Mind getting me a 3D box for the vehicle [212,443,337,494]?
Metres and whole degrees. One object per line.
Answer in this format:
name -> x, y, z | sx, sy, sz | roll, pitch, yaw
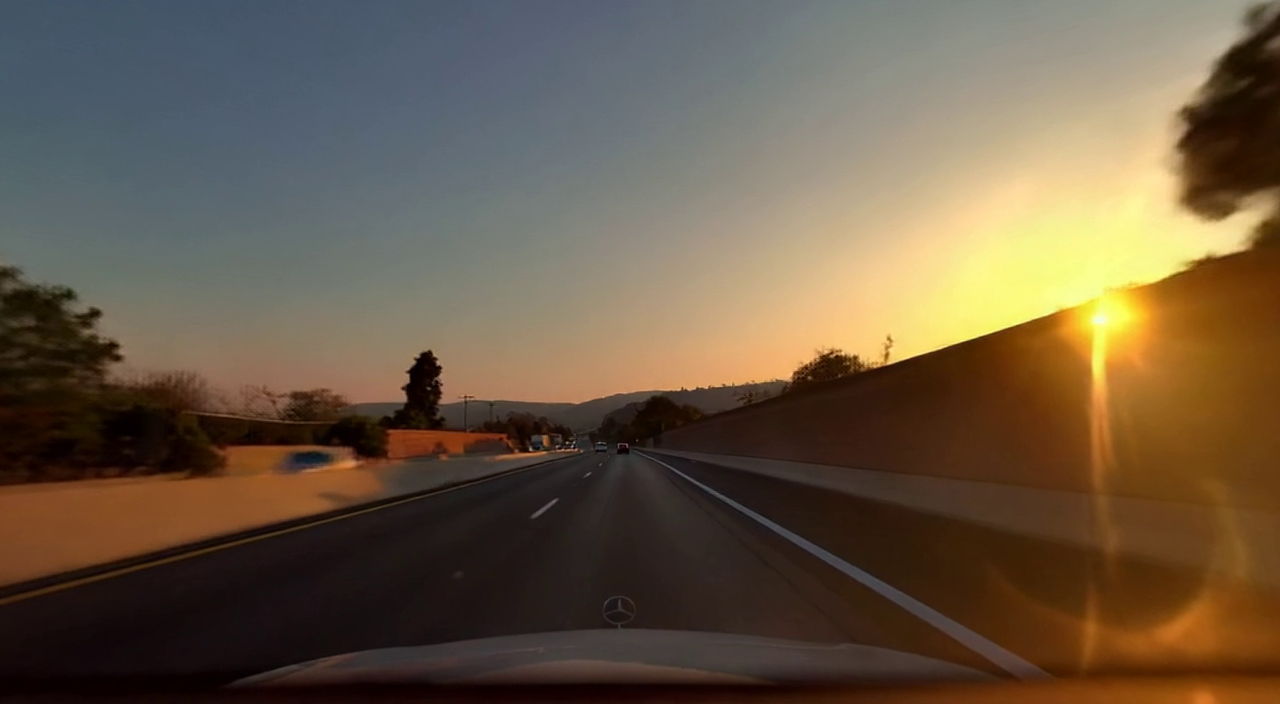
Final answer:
vehicle -> -13.082, 4.162, 22.822 | 1.996, 1.607, 4.589 | 0, -9, -3
